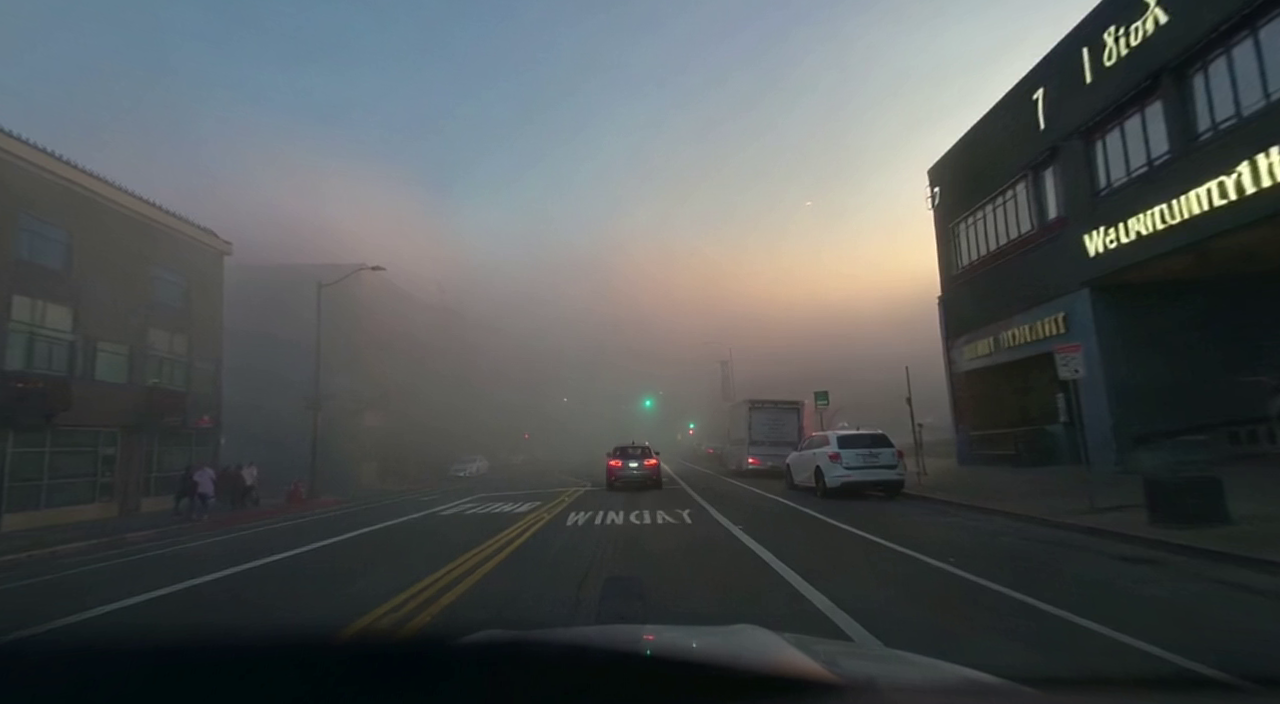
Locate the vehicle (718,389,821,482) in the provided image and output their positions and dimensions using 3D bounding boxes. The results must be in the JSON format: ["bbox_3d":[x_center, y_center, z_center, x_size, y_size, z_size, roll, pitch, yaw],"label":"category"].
[{"bbox_3d":[5.459,3.763,28.110,2.893,3.553,7.295,0,-8,-1],"label":"vehicle"}]

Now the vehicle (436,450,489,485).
[{"bbox_3d":[-11.234,7.312,40.316,2.055,1.685,4.370,-5,-6,0],"label":"vehicle"}]

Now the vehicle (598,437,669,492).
[{"bbox_3d":[-0.182,3.604,20.600,2.086,1.575,4.205,0,-8,0],"label":"vehicle"}]

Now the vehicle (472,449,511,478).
[{"bbox_3d":[-11.284,8.469,48.257,1.872,1.731,4.656,-4,-6,-1],"label":"vehicle"}]

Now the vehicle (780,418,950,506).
[{"bbox_3d":[5.606,2.850,16.896,2.367,1.917,5.810,0,-8,0],"label":"vehicle"}]
